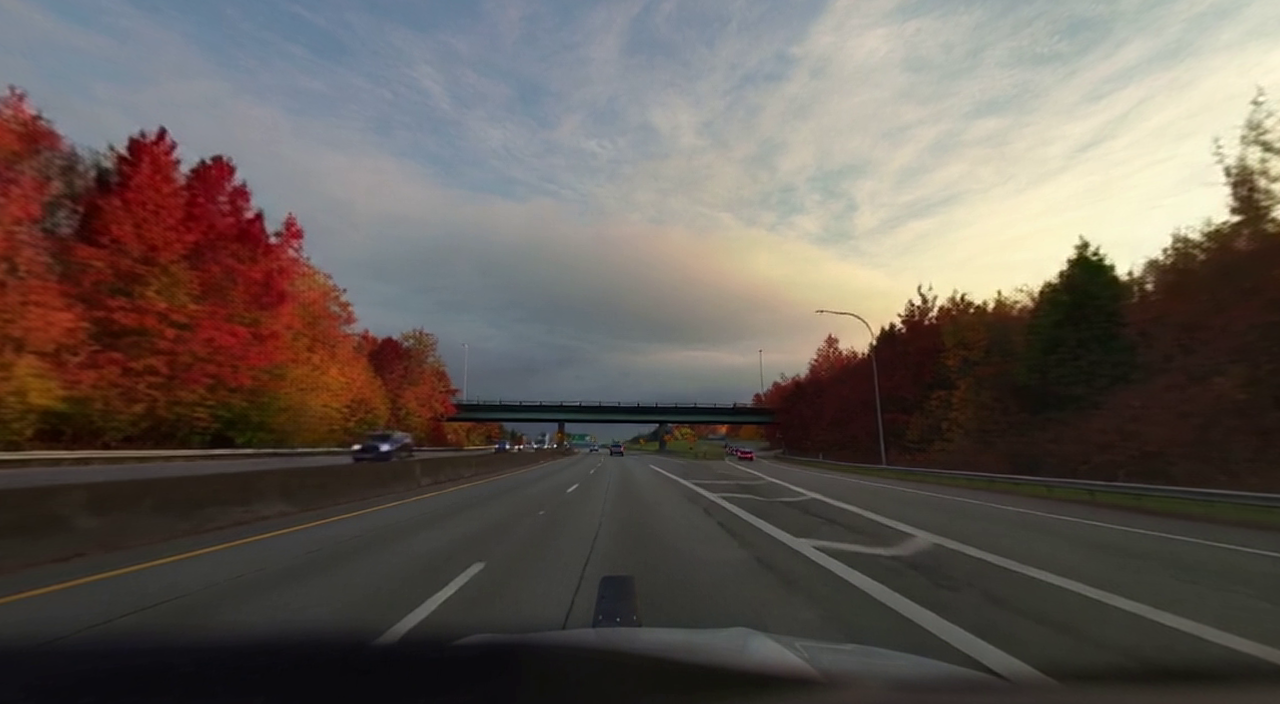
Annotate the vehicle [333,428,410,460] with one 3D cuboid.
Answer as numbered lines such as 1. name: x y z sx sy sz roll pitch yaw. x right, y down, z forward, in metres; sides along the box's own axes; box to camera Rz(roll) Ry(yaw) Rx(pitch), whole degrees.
1. vehicle: -14.040 4.868 33.061 1.983 1.549 4.681 0 -9 0
